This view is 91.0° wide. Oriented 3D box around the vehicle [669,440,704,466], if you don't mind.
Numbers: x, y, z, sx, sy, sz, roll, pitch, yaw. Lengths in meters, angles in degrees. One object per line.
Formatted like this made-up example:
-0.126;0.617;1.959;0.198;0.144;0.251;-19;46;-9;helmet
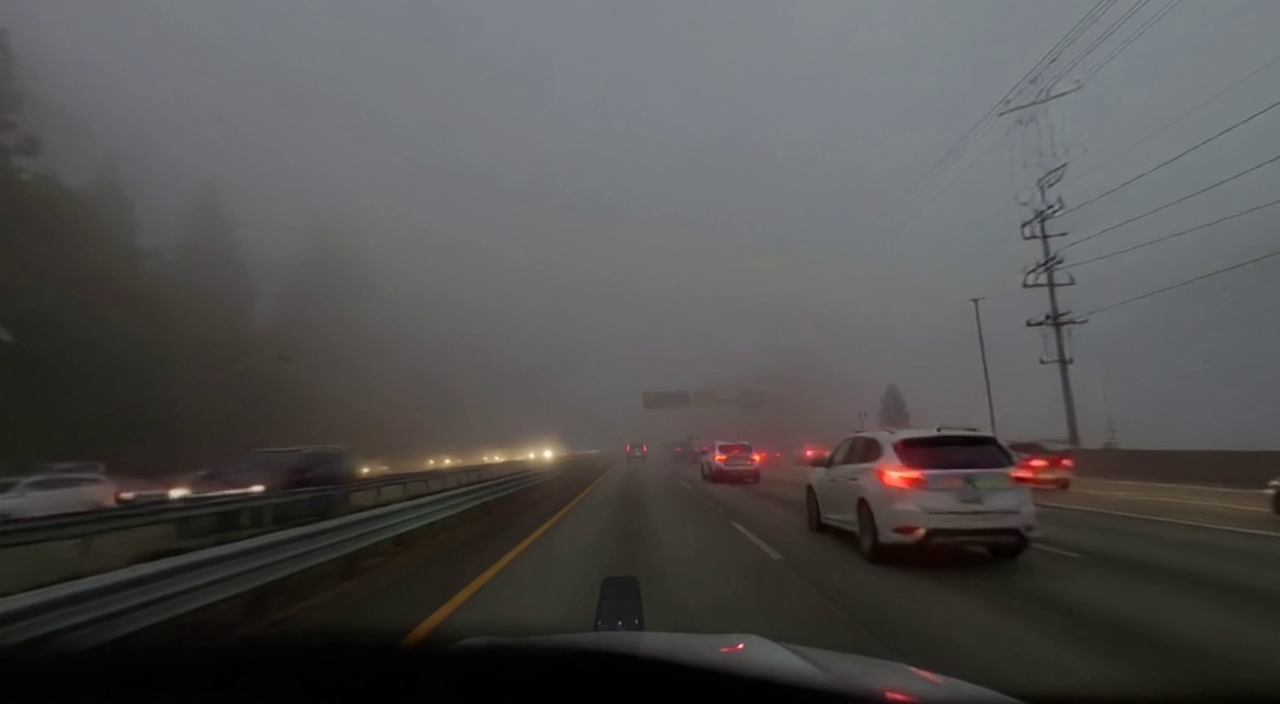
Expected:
3.502;7.747;48.346;2.095;1.886;4.727;0;-9;-2;vehicle

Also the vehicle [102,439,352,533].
-8.571;2.785;13.860;2.007;1.651;5.177;0;-9;0;vehicle

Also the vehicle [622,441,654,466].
-0.193;7.757;48.086;2.314;1.796;4.254;0;-9;-1;vehicle

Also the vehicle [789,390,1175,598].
3.614;1.608;8.044;2.138;1.826;4.783;0;-9;-1;vehicle

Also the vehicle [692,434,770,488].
3.249;3.993;23.369;2.111;1.755;4.459;0;-9;-1;vehicle

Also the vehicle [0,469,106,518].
-22.258;5.052;22.719;1.849;1.488;4.682;0;-9;-1;vehicle

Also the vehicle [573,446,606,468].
-3.659;7.698;46.454;2.051;1.510;4.373;0;-9;0;vehicle
